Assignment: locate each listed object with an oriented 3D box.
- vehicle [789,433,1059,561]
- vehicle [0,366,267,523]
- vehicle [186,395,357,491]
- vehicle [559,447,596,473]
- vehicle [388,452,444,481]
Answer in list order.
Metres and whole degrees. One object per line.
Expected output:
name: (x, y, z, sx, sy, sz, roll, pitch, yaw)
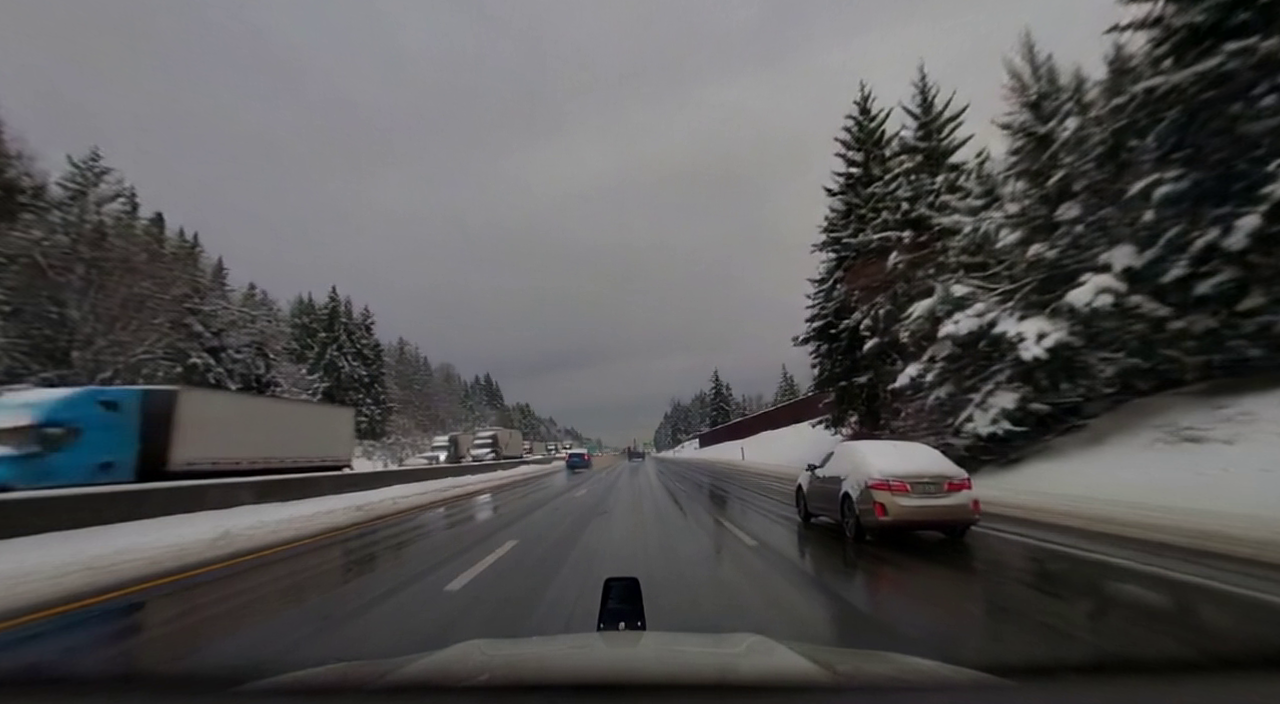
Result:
vehicle: (3.904, 2.073, 9.734, 2.053, 1.504, 4.386, 0, -9, -1)
vehicle: (-15.733, 2.808, 19.099, 3.010, 3.579, 9.290, 0, -9, 0)
vehicle: (-15.756, 4.058, 27.871, 2.737, 3.637, 7.760, 0, -9, 0)
vehicle: (-3.915, 6.836, 40.125, 1.978, 1.539, 3.924, 0, -9, 0)
vehicle: (-12.707, 6.498, 35.975, 1.783, 1.511, 3.874, 1, -9, -1)
